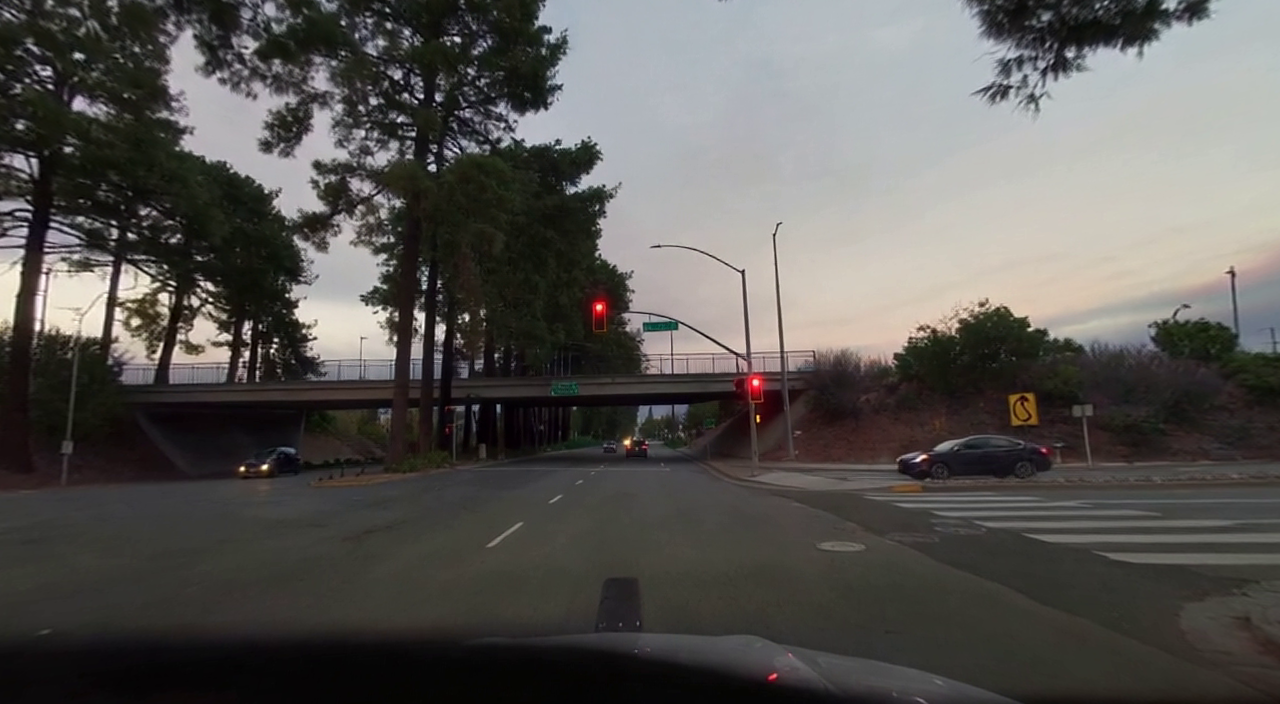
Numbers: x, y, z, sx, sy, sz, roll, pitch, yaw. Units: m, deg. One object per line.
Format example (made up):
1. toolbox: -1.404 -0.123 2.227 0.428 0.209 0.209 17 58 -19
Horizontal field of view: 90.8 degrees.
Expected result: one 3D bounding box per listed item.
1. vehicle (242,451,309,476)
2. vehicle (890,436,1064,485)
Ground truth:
1. vehicle: -23.968 7.334 41.747 1.834 1.482 4.310 0 -8 -1
2. vehicle: 10.801 3.478 20.445 4.691 1.466 1.800 1 -9 -7
